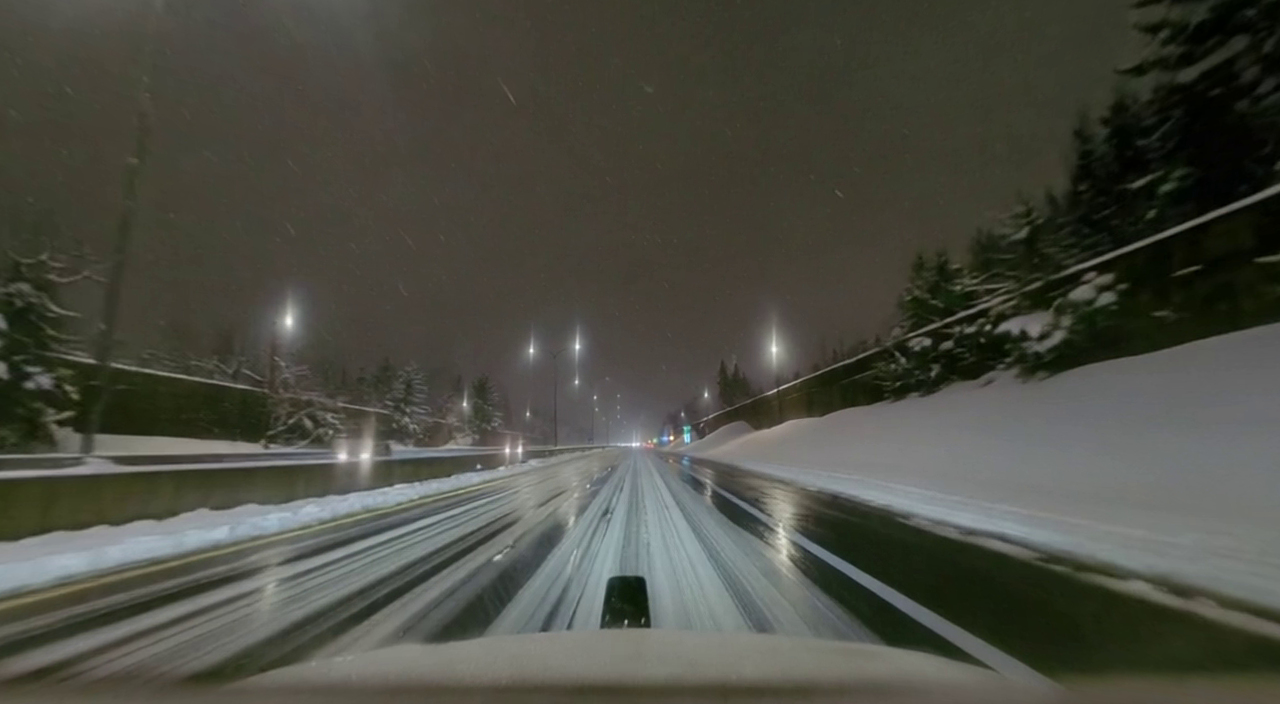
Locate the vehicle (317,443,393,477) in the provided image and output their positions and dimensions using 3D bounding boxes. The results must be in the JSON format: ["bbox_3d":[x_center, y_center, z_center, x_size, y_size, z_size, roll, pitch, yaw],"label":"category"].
[{"bbox_3d":[-16.242,6.143,36.160,1.989,1.819,4.938,0,-8,1],"label":"vehicle"}]
